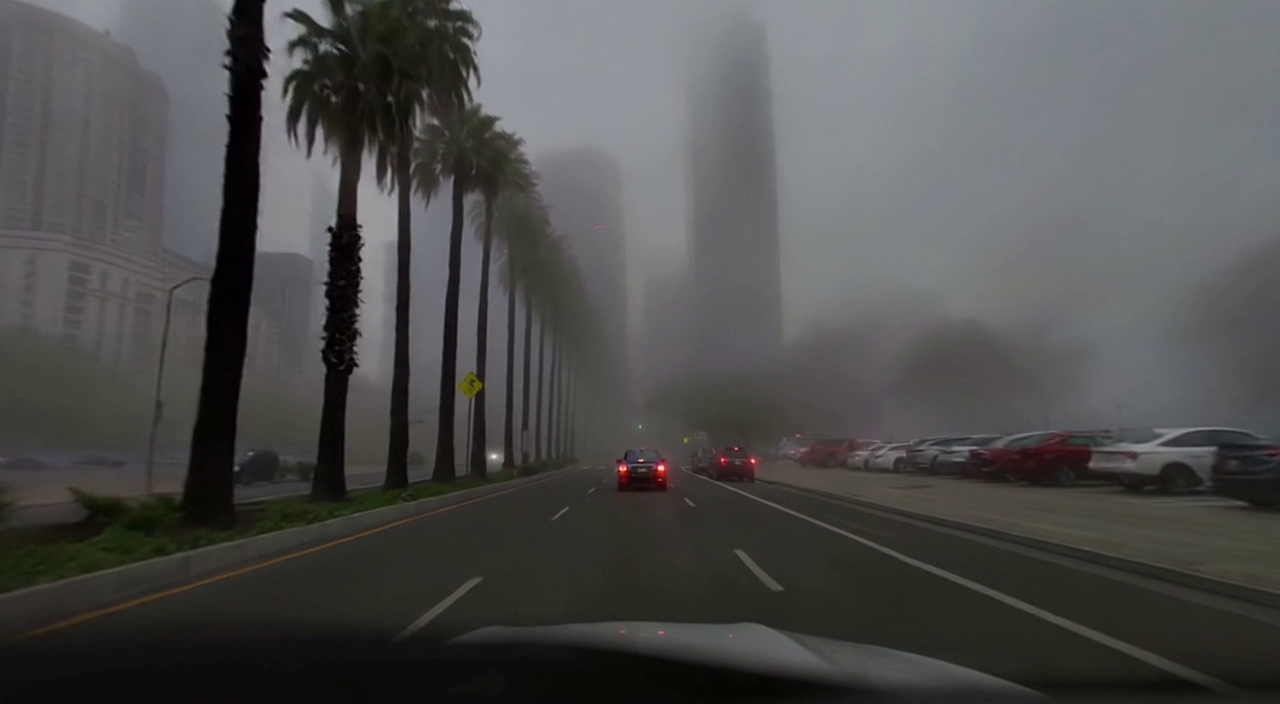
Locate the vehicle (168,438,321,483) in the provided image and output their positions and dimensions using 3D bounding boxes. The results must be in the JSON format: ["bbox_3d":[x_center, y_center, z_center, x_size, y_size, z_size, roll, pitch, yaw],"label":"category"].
[{"bbox_3d":[-30.578,8.448,49.937,3.081,3.048,13.223,0,-9,3],"label":"vehicle"}]

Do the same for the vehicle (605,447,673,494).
[{"bbox_3d":[-0.028,4.205,22.792,2.235,1.528,3.876,0,-9,0],"label":"vehicle"}]

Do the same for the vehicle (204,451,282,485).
[{"bbox_3d":[-26.449,7.741,42.205,2.277,2.133,4.869,1,-10,-5],"label":"vehicle"}]

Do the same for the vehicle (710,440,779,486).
[{"bbox_3d":[4.408,4.769,27.357,2.136,1.774,4.778,0,-9,0],"label":"vehicle"}]

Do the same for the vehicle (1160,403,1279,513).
[{"bbox_3d":[12.801,1.911,11.441,4.583,1.794,2.453,1,-9,-4],"label":"vehicle"}]
